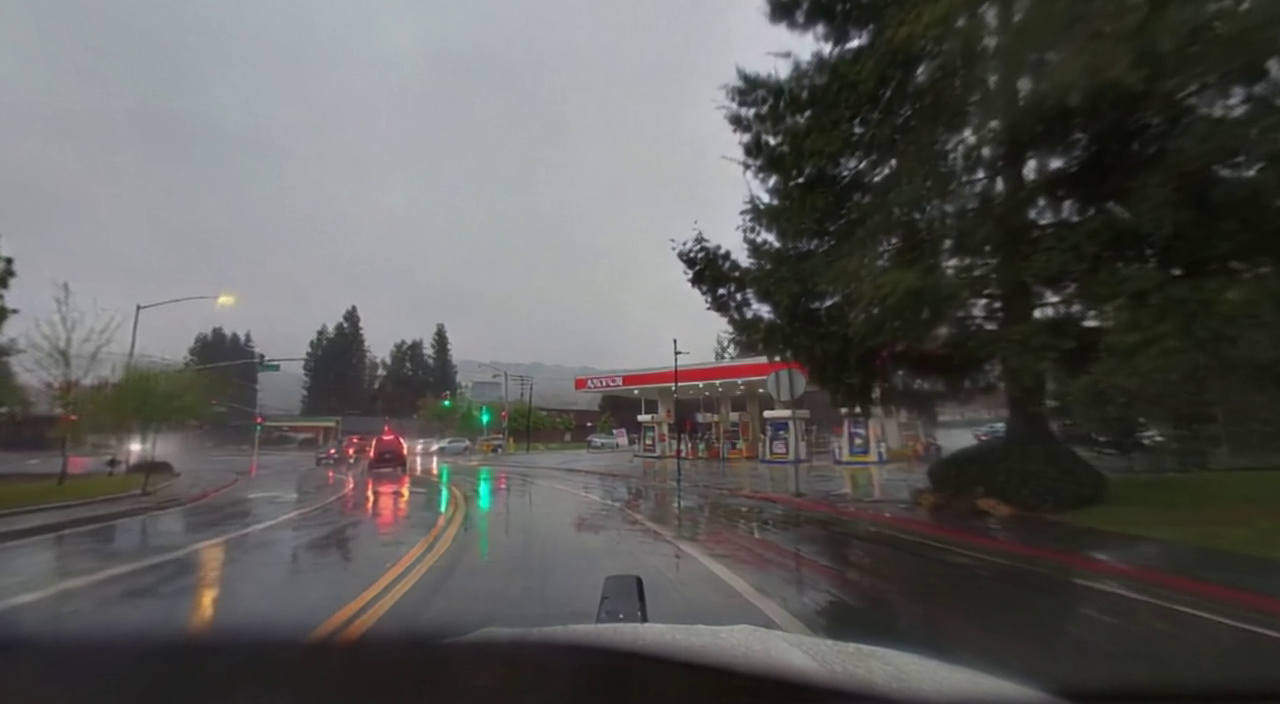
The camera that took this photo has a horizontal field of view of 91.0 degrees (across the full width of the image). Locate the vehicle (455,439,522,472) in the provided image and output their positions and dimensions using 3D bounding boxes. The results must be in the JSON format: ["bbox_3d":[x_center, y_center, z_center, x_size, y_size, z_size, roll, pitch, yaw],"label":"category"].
[{"bbox_3d":[-9.090,6.118,37.582,2.202,1.822,4.826,6,-10,-34],"label":"vehicle"}]

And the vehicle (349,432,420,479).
[{"bbox_3d":[-12.224,4.845,29.888,2.254,2.006,4.766,6,-10,-31],"label":"vehicle"}]

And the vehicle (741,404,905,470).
[{"bbox_3d":[9.538,4.541,33.527,7.741,3.106,2.906,-6,-11,38],"label":"vehicle"}]

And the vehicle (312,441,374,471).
[{"bbox_3d":[-17.882,6.205,37.771,1.940,1.650,4.546,8,-12,-43],"label":"vehicle"}]
